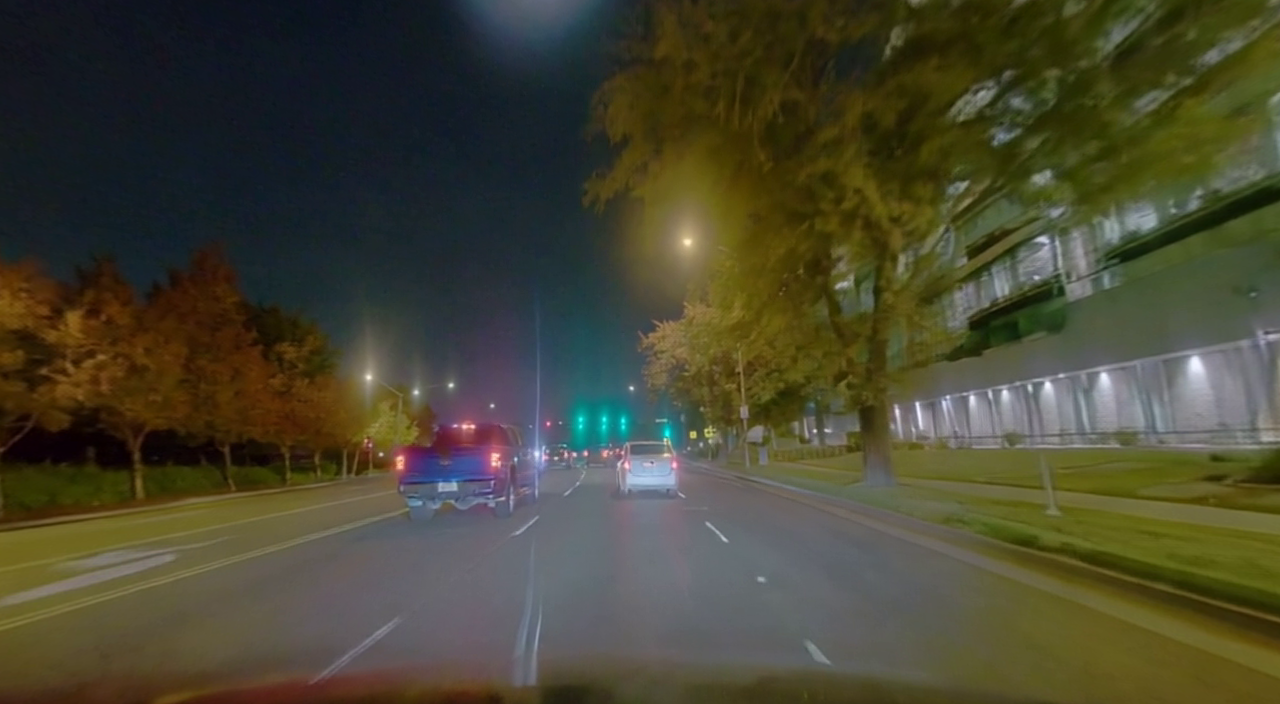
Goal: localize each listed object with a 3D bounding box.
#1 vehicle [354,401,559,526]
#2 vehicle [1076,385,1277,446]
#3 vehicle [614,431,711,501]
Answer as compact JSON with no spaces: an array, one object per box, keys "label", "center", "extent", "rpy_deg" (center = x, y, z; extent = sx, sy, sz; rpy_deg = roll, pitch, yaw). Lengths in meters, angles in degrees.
[{"label":"vehicle","center":[-3.300,2.208,12.978],"extent":[2.512,1.992,5.725],"rpy_deg":[0,-9,0]},{"label":"vehicle","center":[22.693,2.831,27.100],"extent":[6.027,2.377,2.245],"rpy_deg":[-4,-10,27]},{"label":"vehicle","center":[0.426,2.852,16.156],"extent":[2.142,1.528,4.133],"rpy_deg":[0,-9,-3]}]
